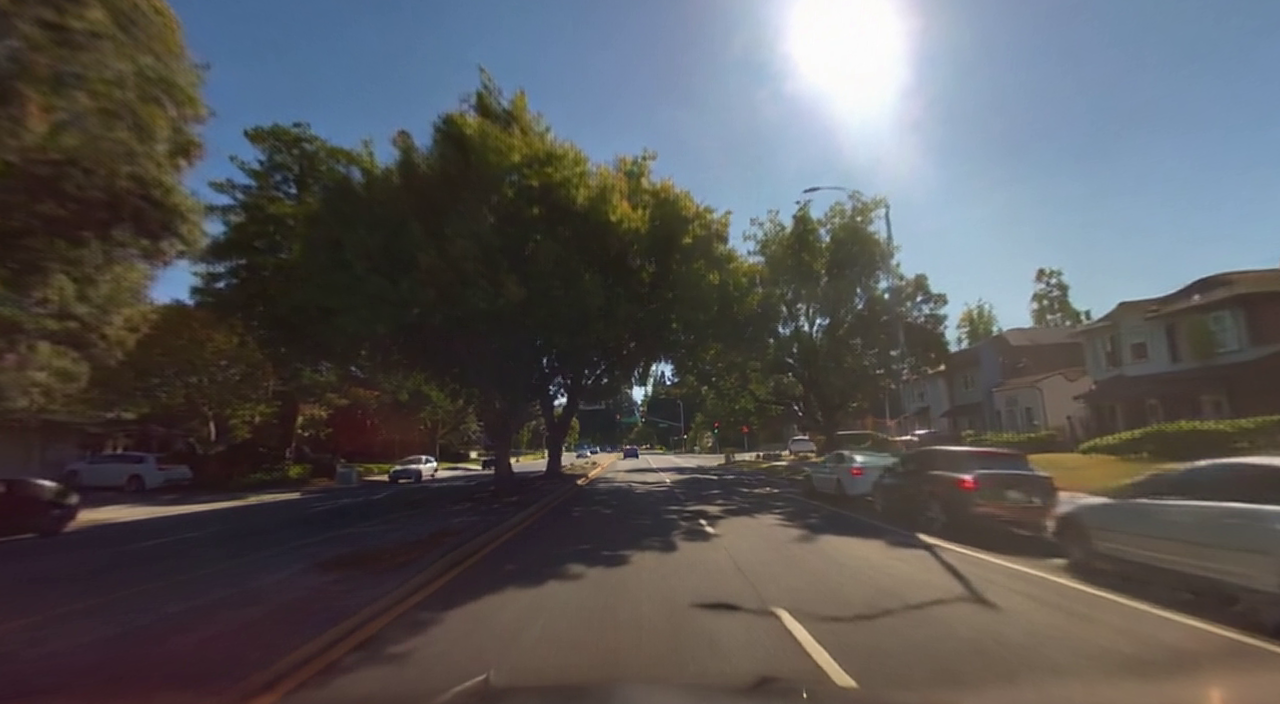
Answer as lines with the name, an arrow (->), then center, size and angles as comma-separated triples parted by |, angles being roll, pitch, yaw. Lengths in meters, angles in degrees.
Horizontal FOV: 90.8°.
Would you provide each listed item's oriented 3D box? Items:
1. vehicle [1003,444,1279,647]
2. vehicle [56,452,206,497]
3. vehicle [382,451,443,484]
vehicle -> 5.582, 1.587, 5.757 | 1.875, 1.466, 4.355 | 0, -9, -1
vehicle -> -20.853, 4.999, 26.037 | 4.417, 1.754, 1.946 | 0, -9, -1
vehicle -> -13.005, 6.619, 36.418 | 1.916, 1.754, 4.337 | 0, -9, -1
